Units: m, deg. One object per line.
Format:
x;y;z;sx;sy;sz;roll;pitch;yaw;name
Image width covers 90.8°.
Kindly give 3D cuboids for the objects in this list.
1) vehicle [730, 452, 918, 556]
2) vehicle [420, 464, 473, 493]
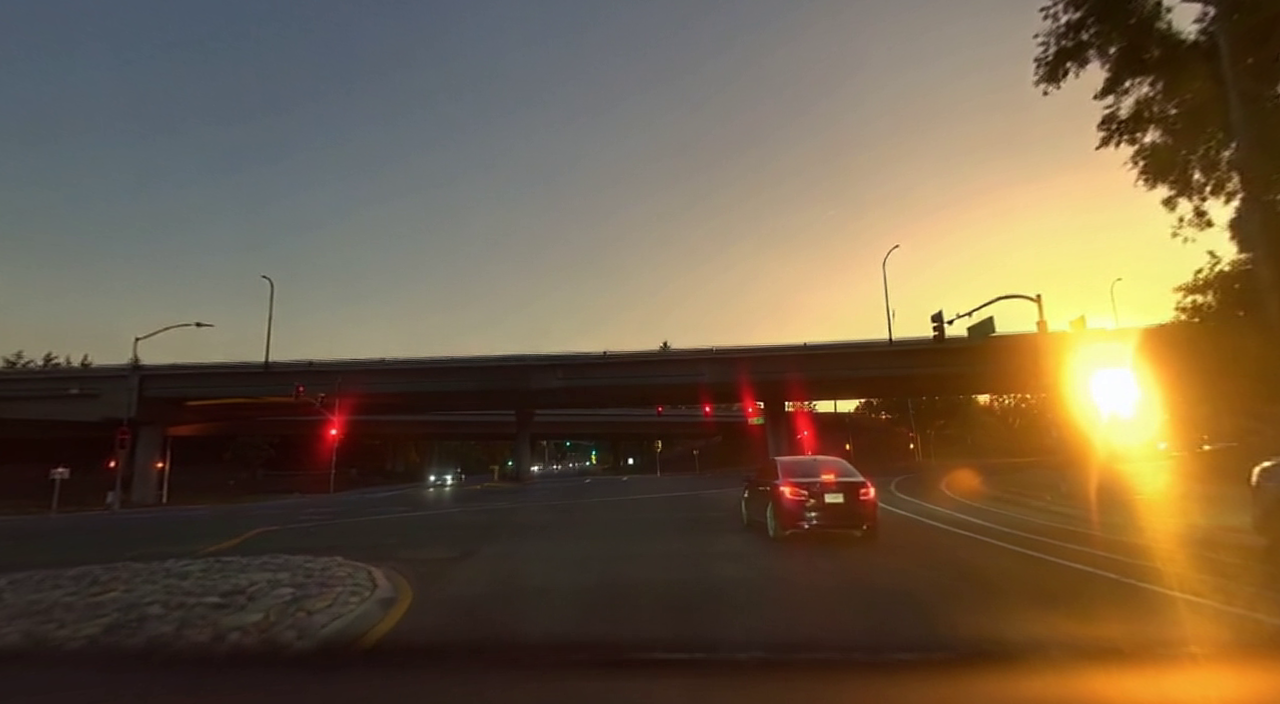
2.939;2.515;11.260;1.909;1.425;4.521;0;-9;-1;vehicle
-12.924;8.462;42.552;2.126;1.506;5.411;-2;-9;-2;vehicle
